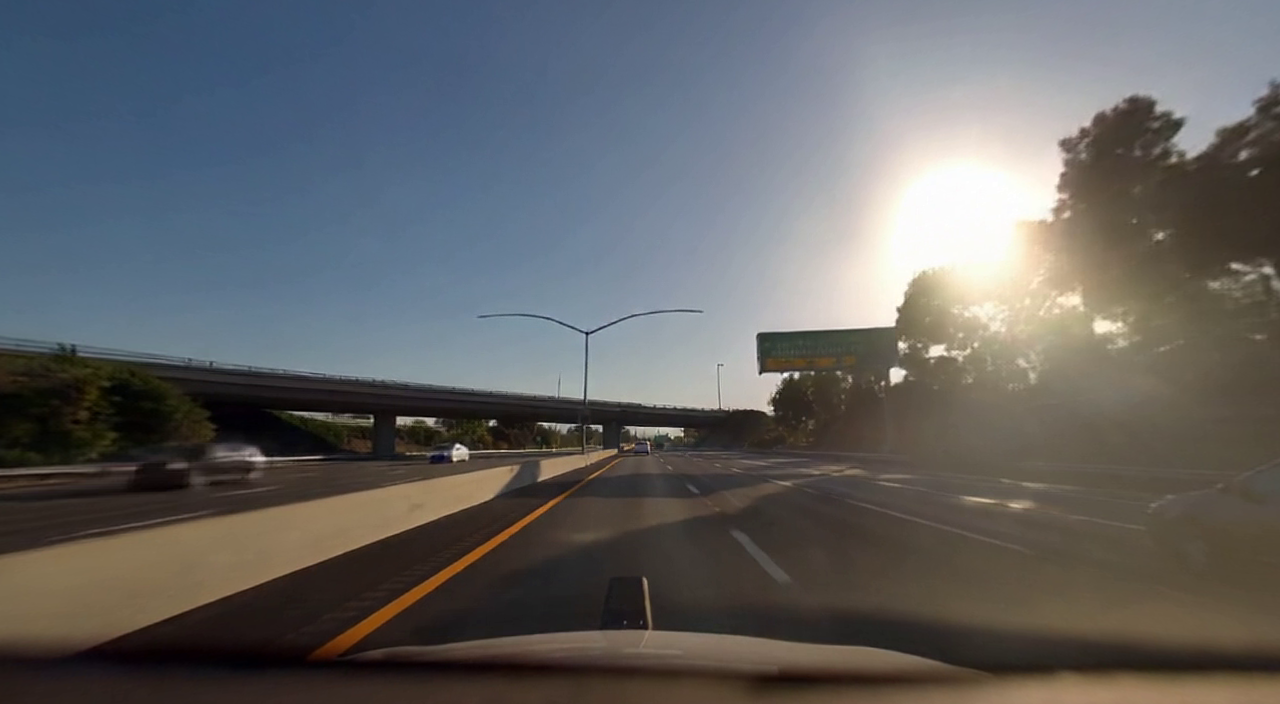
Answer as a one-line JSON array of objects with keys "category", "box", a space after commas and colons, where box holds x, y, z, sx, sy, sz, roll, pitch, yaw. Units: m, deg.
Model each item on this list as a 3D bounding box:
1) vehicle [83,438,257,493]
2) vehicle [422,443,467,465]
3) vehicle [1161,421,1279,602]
[{"category": "vehicle", "box": [-14.843, 3.573, 20.341, 2.080, 1.522, 4.585, 0, -8, 0]}, {"category": "vehicle", "box": [-14.364, 7.511, 46.515, 1.974, 1.539, 4.113, 0, -8, 1]}, {"category": "vehicle", "box": [6.472, 1.163, 4.051, 2.093, 1.525, 4.865, 0, -8, 0]}]
